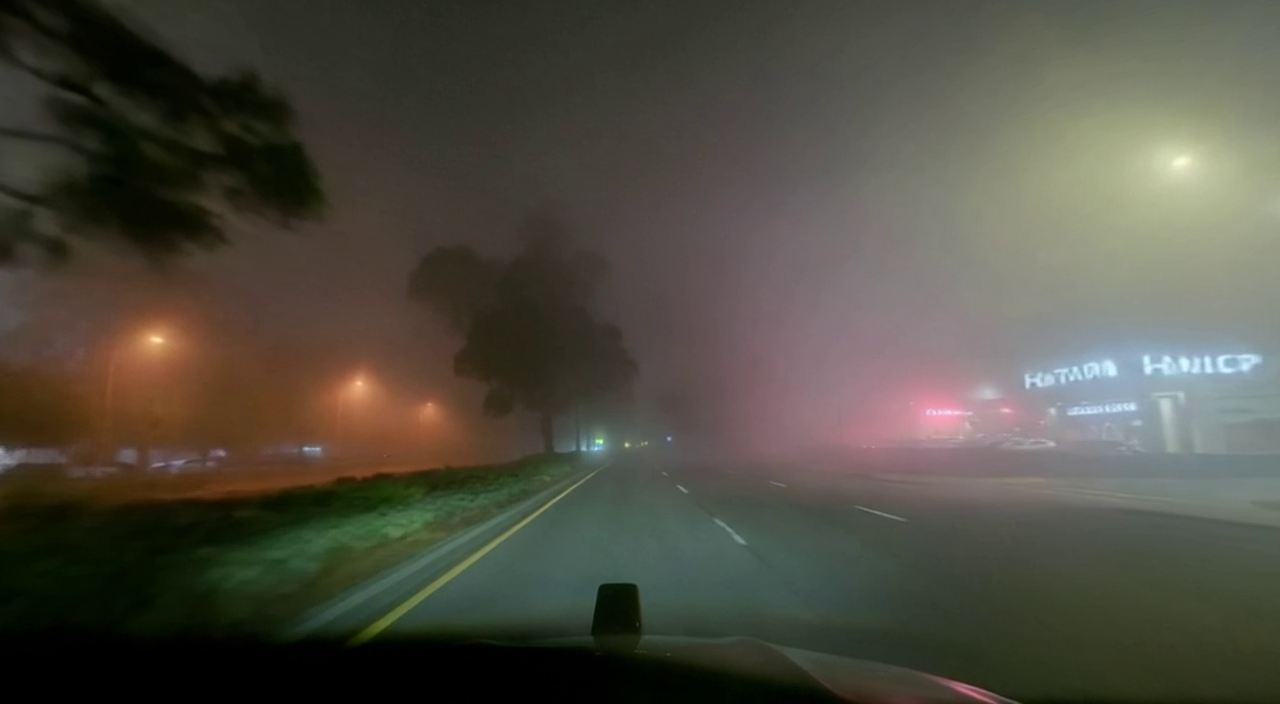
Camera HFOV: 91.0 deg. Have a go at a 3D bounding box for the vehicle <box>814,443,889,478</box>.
[{"bbox_3d":[10.073,5.165,30.359,2.013,1.551,4.460,1,-8,-1],"label":"vehicle"}]

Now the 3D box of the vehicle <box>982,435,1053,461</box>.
[{"bbox_3d":[26.191,6.704,43.873,1.985,1.723,4.672,0,-9,0],"label":"vehicle"}]

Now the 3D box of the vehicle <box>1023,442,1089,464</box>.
[{"bbox_3d":[29.072,7.048,44.132,1.931,1.408,3.757,1,-8,-2],"label":"vehicle"}]

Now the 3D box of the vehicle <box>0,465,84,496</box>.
[{"bbox_3d":[-30.635,6.489,31.789,3.440,1.394,1.613,0,-8,-1],"label":"vehicle"}]

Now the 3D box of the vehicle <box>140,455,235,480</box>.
[{"bbox_3d":[-30.796,7.878,42.905,4.920,1.475,1.984,-1,-7,-1],"label":"vehicle"}]
